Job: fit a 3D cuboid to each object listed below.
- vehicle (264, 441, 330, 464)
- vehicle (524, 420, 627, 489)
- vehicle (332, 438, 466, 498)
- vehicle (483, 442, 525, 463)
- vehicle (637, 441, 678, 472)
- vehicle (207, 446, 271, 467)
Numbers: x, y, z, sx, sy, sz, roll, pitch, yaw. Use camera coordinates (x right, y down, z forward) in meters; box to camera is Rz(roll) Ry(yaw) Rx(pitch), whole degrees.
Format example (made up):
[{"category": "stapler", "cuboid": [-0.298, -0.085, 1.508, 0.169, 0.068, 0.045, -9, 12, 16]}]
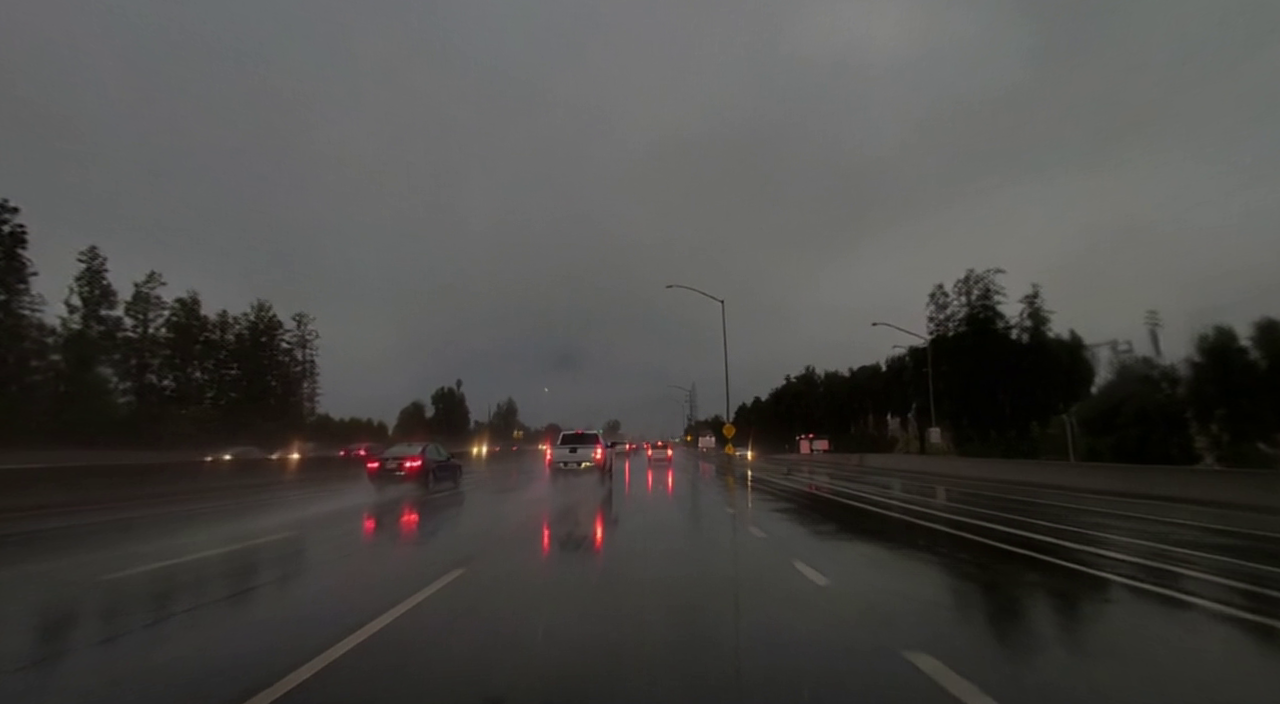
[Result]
[{"category": "vehicle", "cuboid": [-23.543, 6.911, 43.287, 1.915, 1.516, 4.530, 0, -8, 2]}, {"category": "vehicle", "cuboid": [-2.046, 3.611, 22.547, 2.815, 2.092, 6.526, 0, -8, 2]}, {"category": "vehicle", "cuboid": [-6.730, 3.263, 18.147, 1.964, 1.481, 4.425, 0, -8, 3]}, {"category": "vehicle", "cuboid": [-9.815, 7.282, 45.576, 1.915, 1.472, 4.502, 0, -8, 2]}, {"category": "vehicle", "cuboid": [0.859, 5.378, 32.610, 2.013, 1.444, 4.447, 0, -8, 0]}, {"category": "vehicle", "cuboid": [-31.279, 8.149, 49.122, 1.880, 1.483, 4.547, 0, -8, 1]}]
